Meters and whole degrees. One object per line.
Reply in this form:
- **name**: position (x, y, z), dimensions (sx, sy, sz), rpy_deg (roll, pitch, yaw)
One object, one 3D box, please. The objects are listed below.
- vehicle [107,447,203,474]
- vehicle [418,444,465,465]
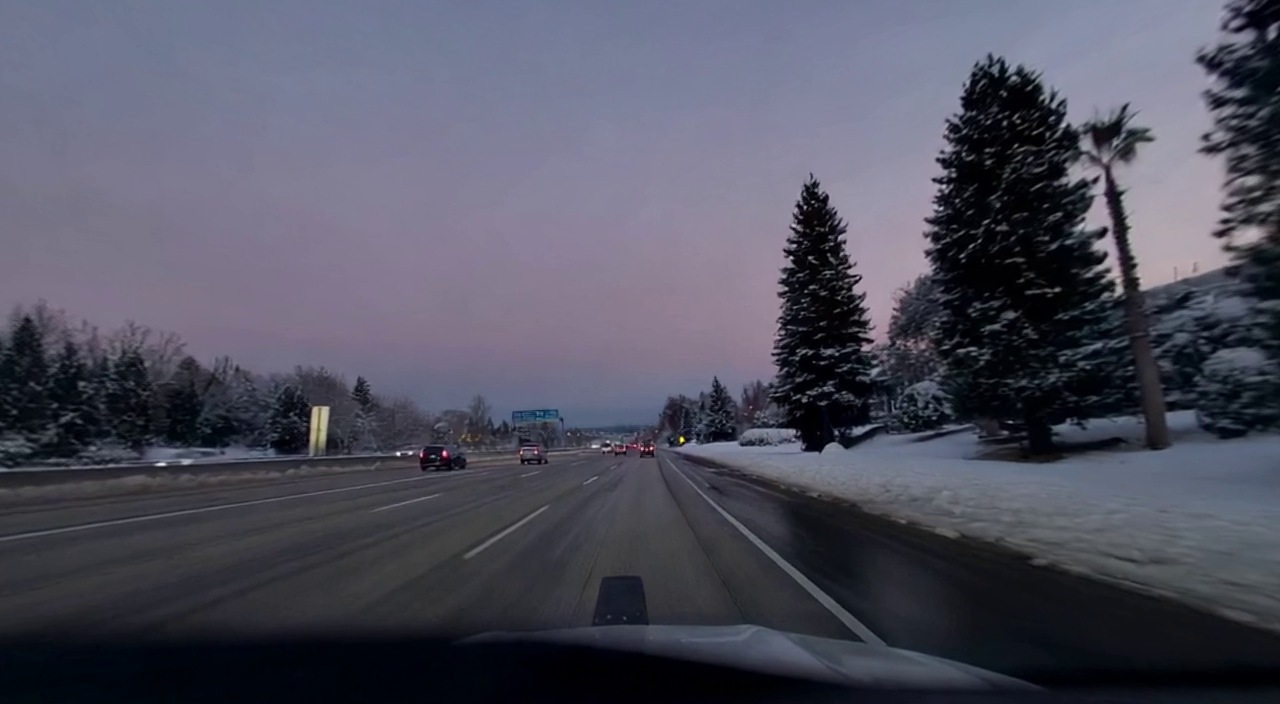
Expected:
- **vehicle**: position (-30.289, 6.756, 39.609), dimensions (1.863, 1.551, 5.152), rpy_deg (0, -9, 0)
- **vehicle**: position (-14.301, 7.418, 45.616), dimensions (1.818, 1.377, 4.419), rpy_deg (-1, -8, 2)
